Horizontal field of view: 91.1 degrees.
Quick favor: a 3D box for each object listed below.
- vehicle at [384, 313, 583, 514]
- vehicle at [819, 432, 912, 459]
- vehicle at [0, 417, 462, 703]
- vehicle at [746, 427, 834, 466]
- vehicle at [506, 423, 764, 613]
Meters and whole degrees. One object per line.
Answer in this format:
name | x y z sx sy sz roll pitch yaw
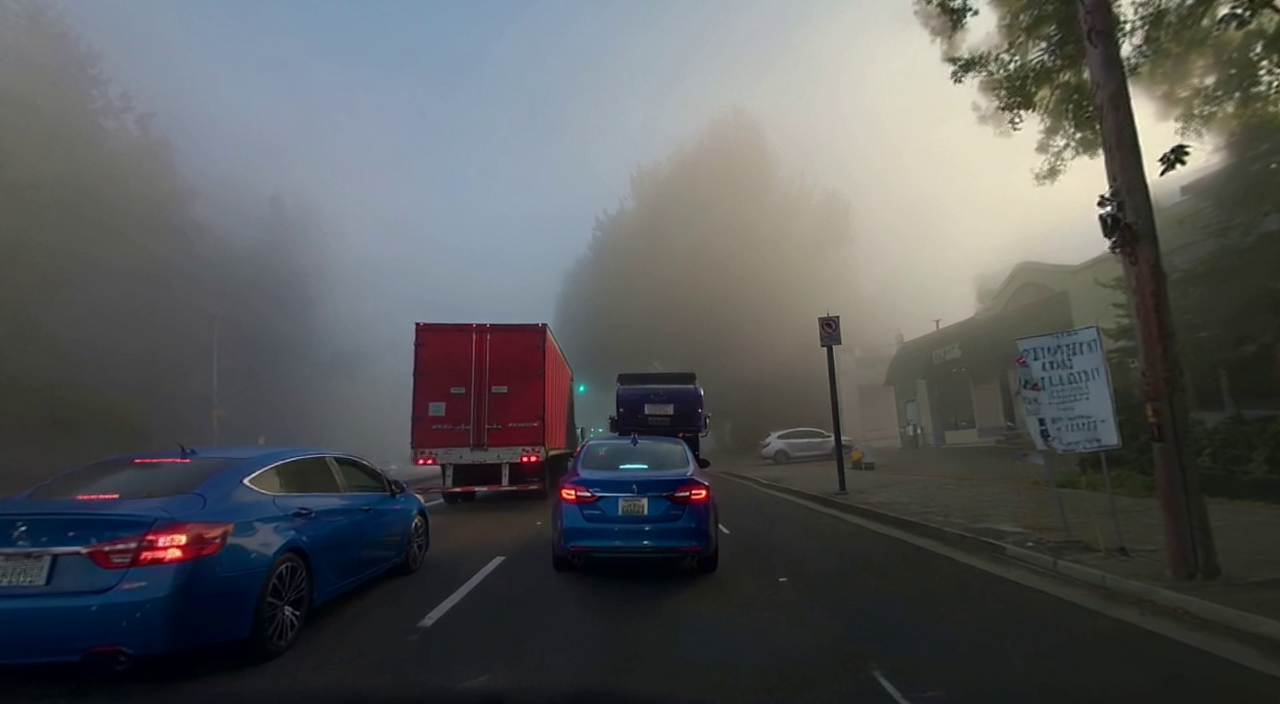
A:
vehicle | -3.254 1.649 15.469 3.020 3.800 7.105 0 -8 0
vehicle | 12.767 5.344 35.796 4.574 1.478 1.880 0 -8 3
vehicle | -3.089 1.369 5.159 1.969 1.471 4.378 0 -8 0
vehicle | 7.782 4.982 33.066 2.061 1.845 4.829 3 -9 -21
vehicle | -0.087 1.642 7.177 2.067 1.506 4.118 0 -8 -1
